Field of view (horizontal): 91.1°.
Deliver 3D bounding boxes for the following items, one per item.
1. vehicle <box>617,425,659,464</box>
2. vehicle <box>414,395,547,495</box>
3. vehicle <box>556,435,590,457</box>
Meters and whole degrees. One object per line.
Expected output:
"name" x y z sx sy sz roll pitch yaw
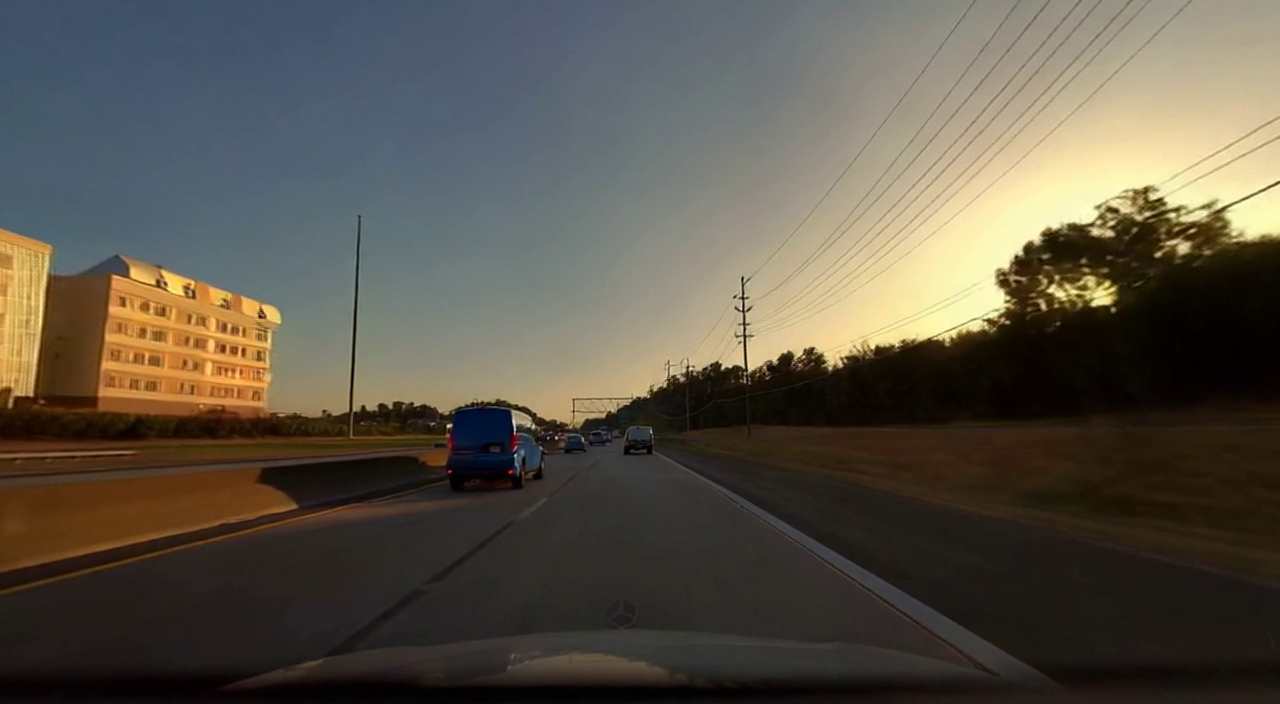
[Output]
"vehicle" -0.167 5.144 35.062 2.213 1.997 4.456 0 -8 -1
"vehicle" -4.303 2.642 18.219 2.388 2.410 5.787 0 -8 -1
"vehicle" -4.834 6.832 45.945 2.058 1.557 4.125 0 -8 -1
